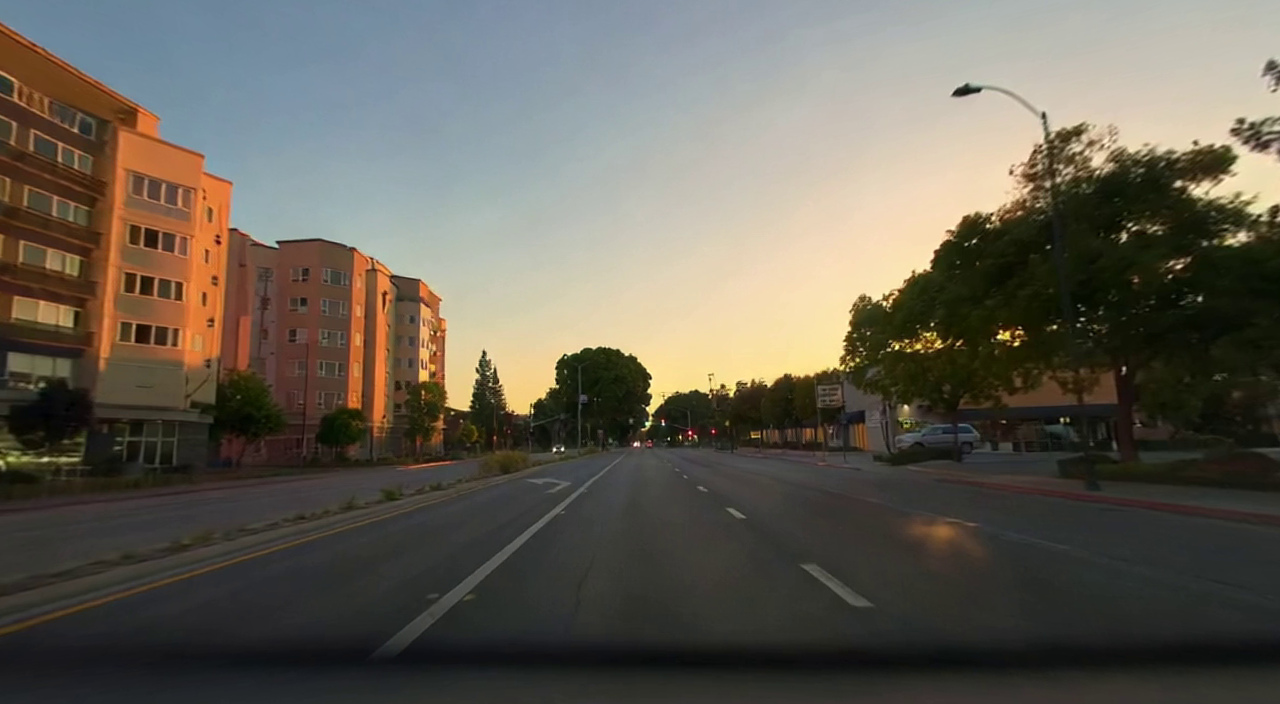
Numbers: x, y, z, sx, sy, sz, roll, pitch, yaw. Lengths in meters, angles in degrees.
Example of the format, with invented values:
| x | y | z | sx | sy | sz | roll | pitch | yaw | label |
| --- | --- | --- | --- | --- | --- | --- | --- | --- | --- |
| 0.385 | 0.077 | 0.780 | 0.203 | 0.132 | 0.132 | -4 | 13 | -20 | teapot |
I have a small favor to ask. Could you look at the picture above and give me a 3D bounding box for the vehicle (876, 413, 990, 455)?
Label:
| x | y | z | sx | sy | sz | roll | pitch | yaw | label |
| --- | --- | --- | --- | --- | --- | --- | --- | --- | --- |
| 19.716 | 5.541 | 42.747 | 6.543 | 2.736 | 2.324 | 0 | -9 | -1 | vehicle |
